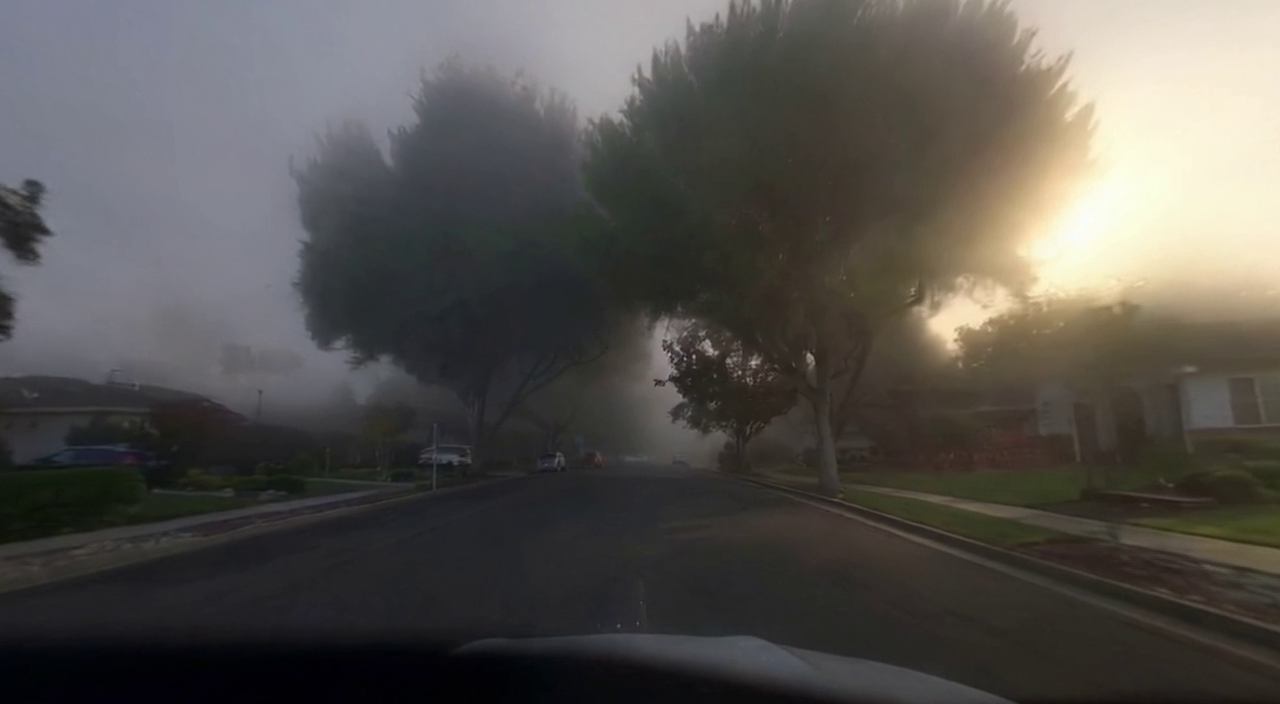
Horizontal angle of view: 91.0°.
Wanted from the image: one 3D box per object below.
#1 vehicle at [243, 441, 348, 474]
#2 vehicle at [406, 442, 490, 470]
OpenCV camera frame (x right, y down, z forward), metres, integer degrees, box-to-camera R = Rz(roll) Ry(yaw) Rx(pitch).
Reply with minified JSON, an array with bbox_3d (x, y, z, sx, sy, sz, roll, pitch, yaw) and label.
[{"bbox_3d":[-17.260,5.304,31.644,4.112,1.497,1.956,-2,-9,2],"label":"vehicle"},{"bbox_3d":[-12.543,6.825,41.306,4.876,1.733,1.989,0,-9,3],"label":"vehicle"}]
